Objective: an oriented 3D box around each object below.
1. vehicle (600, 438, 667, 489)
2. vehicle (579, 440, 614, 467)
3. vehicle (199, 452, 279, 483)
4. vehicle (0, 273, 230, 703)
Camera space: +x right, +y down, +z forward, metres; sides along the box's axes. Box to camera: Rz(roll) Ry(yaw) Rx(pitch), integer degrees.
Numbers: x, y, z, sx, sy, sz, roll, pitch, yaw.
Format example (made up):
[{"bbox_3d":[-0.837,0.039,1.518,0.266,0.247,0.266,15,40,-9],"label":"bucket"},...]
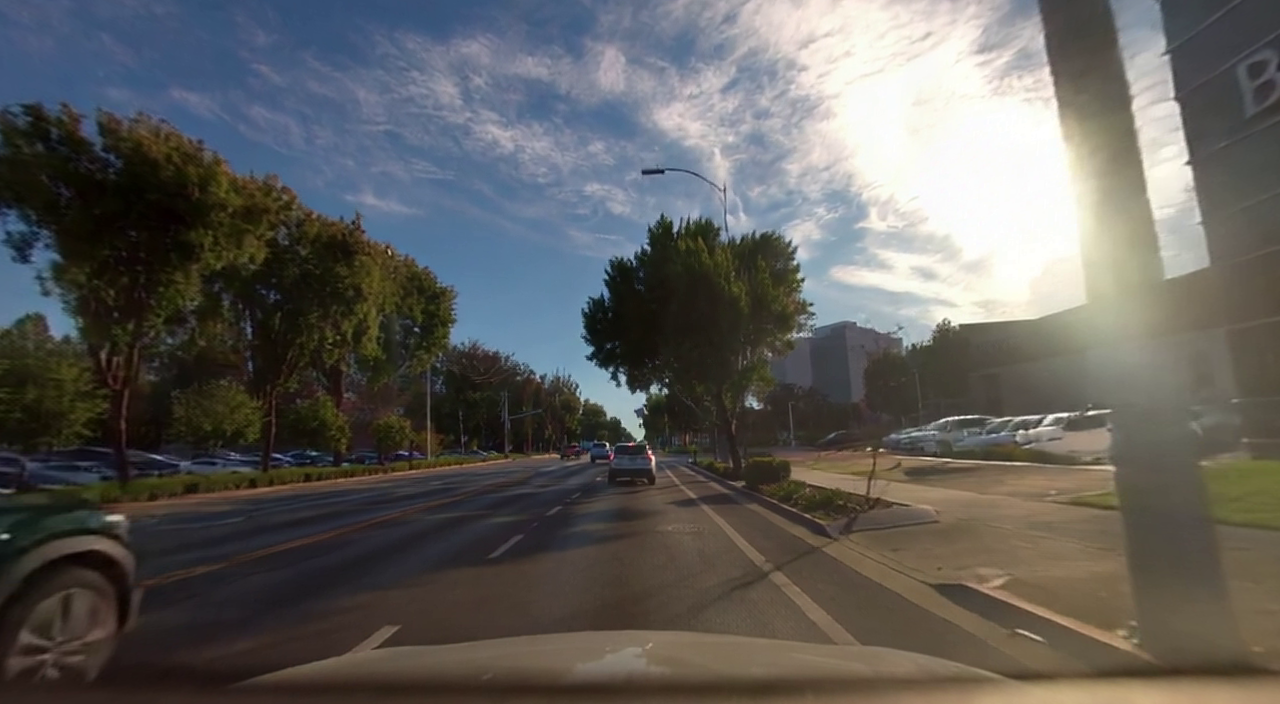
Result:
[{"bbox_3d":[-0.187,3.849,22.099,2.108,1.612,4.246,0,-8,1],"label":"vehicle"},{"bbox_3d":[-3.135,7.440,46.408,2.064,1.859,5.154,0,-8,2],"label":"vehicle"},{"bbox_3d":[-24.514,7.044,38.741,1.791,1.724,4.432,0,-9,2],"label":"vehicle"},{"bbox_3d":[-3.716,0.476,0.999,2.358,1.990,5.447,0,-8,1],"label":"vehicle"}]
